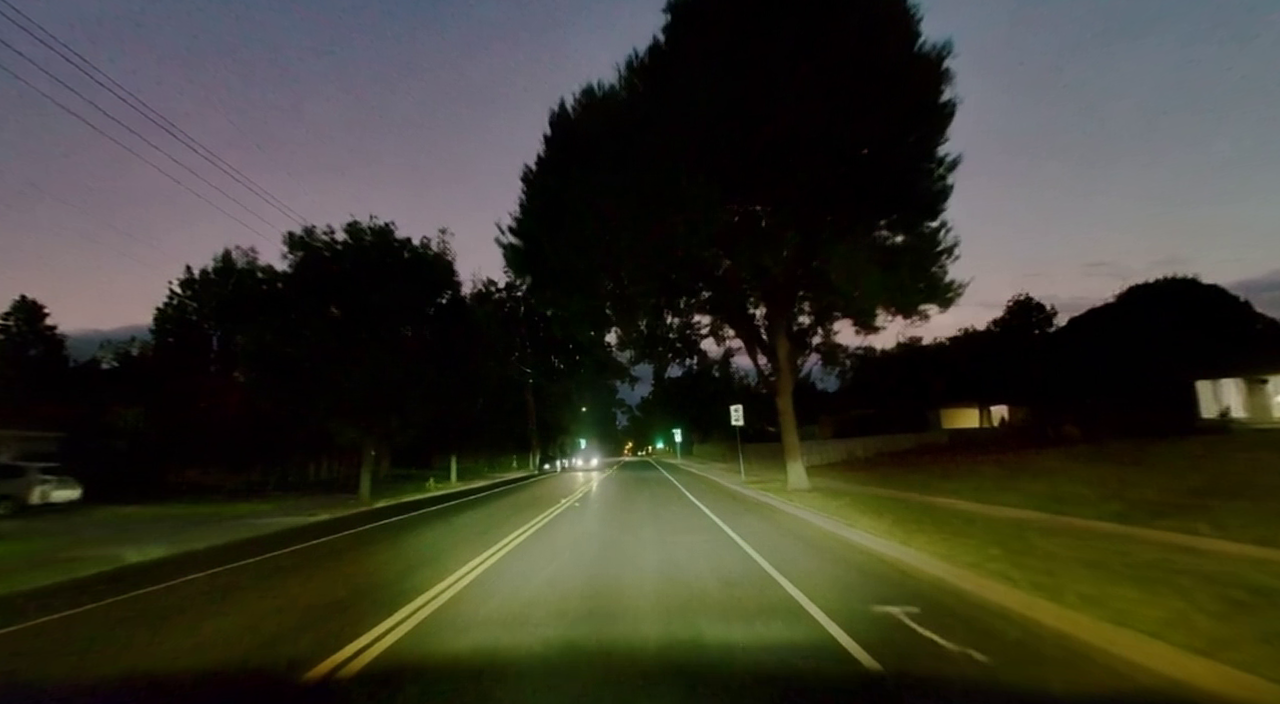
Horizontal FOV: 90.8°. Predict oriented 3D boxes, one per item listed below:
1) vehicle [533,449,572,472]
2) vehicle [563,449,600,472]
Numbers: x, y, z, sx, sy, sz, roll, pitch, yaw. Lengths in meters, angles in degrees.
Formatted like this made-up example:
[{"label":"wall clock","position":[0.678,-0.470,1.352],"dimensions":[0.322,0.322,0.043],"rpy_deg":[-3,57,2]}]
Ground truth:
[{"label":"vehicle","position":[-6.738,8.448,49.118],"dimensions":[2.129,1.556,4.778],"rpy_deg":[-4,-9,2]},{"label":"vehicle","position":[-4.004,7.555,44.045],"dimensions":[2.033,1.502,4.240],"rpy_deg":[0,-9,2]}]
